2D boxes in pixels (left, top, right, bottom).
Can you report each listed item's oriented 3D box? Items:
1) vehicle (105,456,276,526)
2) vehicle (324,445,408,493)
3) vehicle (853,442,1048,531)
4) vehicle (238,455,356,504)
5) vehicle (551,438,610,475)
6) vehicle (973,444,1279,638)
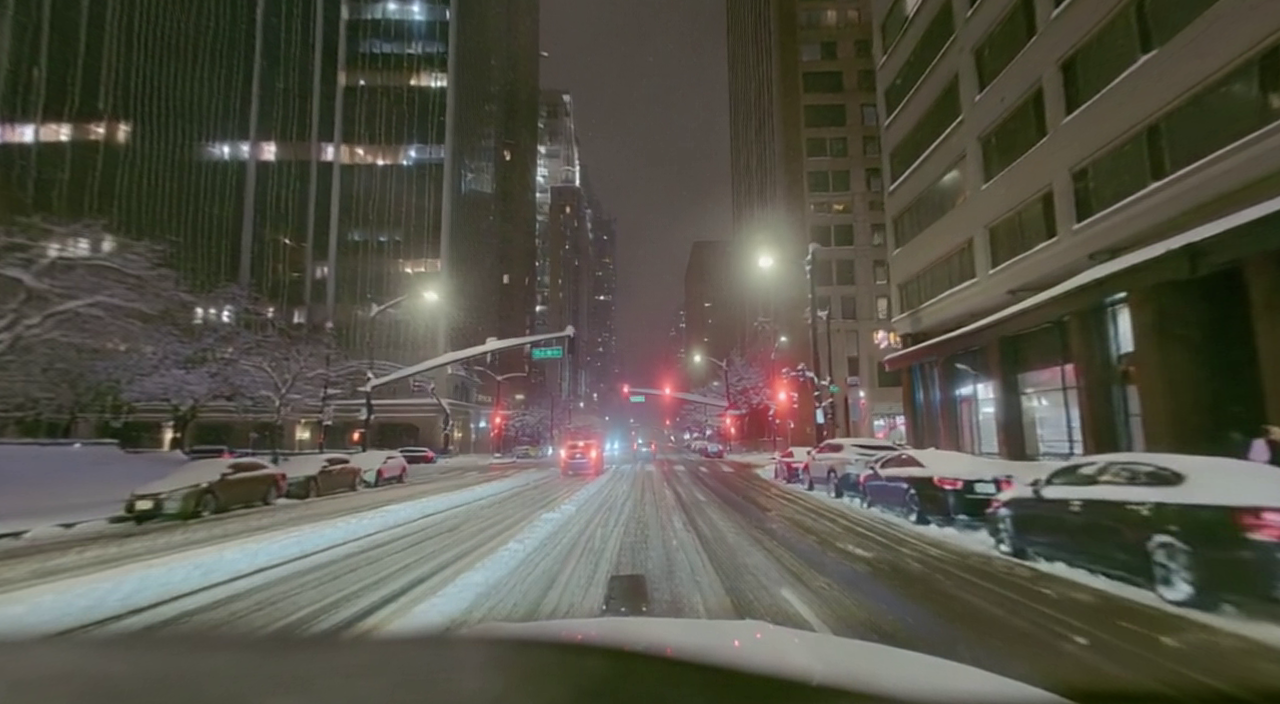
[{"bbox_3d":[-12.190,3.734,17.485,1.845,1.493,4.107,-4,-8,-2],"label":"vehicle"},{"bbox_3d":[-12.086,5.129,28.103,1.890,1.781,4.331,-5,-8,-2],"label":"vehicle"},{"bbox_3d":[5.962,2.582,12.830,1.760,1.471,4.453,0,-8,1],"label":"vehicle"},{"bbox_3d":[-12.133,4.500,22.708,1.808,1.475,4.550,0,-8,-2],"label":"vehicle"},{"bbox_3d":[-2.564,4.624,28.219,2.014,1.480,4.780,0,-8,2],"label":"vehicle"},{"bbox_3d":[5.885,1.758,6.959,1.967,1.460,4.558,0,-8,1],"label":"vehicle"}]
